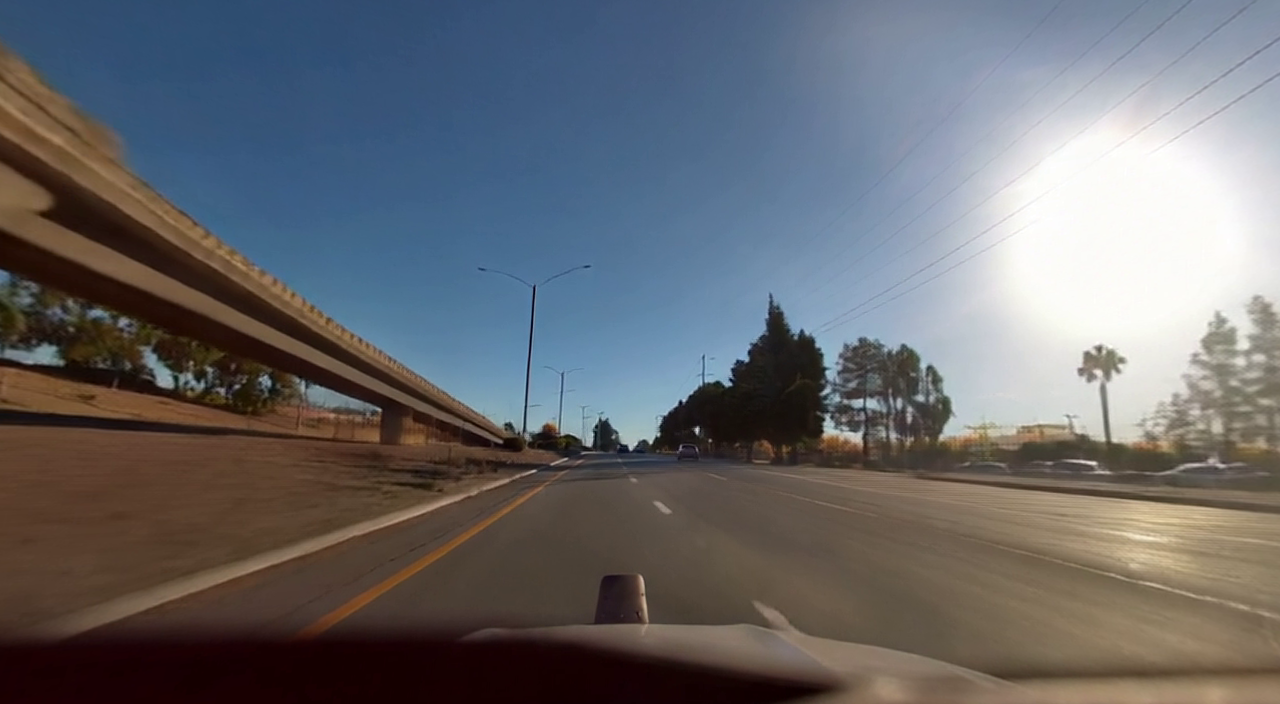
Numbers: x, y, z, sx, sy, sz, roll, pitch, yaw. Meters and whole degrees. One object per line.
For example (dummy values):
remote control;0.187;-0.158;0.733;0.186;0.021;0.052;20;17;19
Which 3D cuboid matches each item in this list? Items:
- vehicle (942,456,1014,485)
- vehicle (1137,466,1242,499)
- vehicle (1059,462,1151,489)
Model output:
vehicle;21.187;7.538;39.824;1.789;1.539;4.303;0;-14;-5
vehicle;29.970;7.070;34.490;4.118;1.676;1.948;1;-10;-9
vehicle;27.033;7.192;36.768;4.057;1.399;1.750;0;-11;-7
